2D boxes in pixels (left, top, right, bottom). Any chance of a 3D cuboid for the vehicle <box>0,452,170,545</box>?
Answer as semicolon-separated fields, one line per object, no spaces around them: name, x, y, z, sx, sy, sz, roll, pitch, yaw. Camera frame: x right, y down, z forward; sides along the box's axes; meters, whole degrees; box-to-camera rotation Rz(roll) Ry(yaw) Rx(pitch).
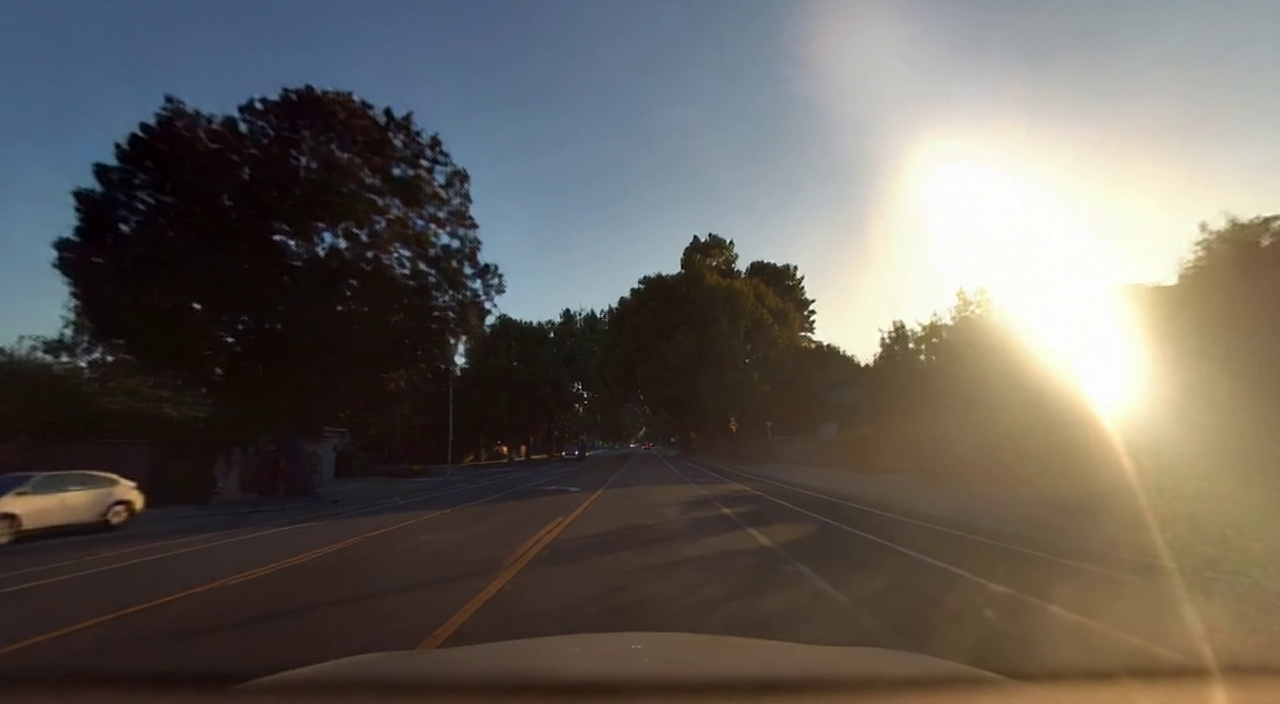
vehicle;-12.616;3.011;13.199;1.921;1.611;4.713;-3;-8;0
